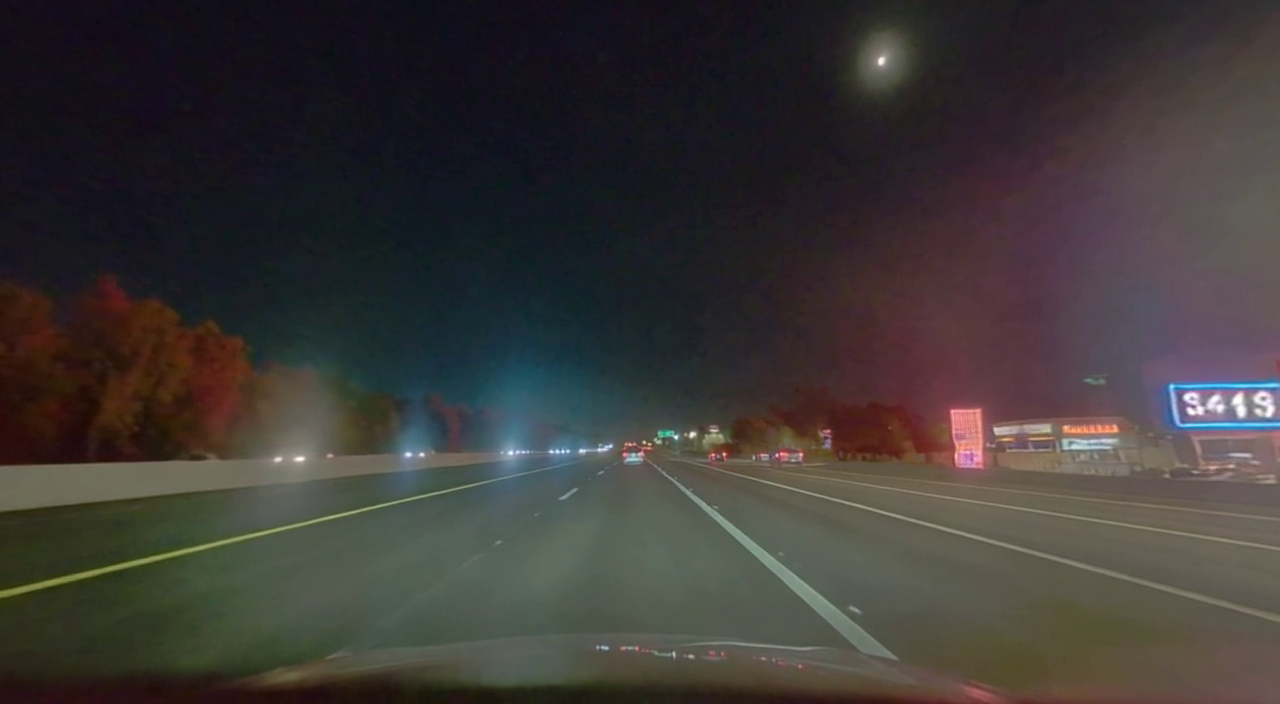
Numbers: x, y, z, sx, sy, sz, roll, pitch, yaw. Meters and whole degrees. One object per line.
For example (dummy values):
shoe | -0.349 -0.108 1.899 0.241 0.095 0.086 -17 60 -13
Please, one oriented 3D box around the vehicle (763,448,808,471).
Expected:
vehicle | 10.022 7.415 43.842 1.953 1.473 4.512 0 -9 -2

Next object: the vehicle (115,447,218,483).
vehicle | -23.241 5.510 31.256 1.825 1.553 4.332 0 -8 -2
